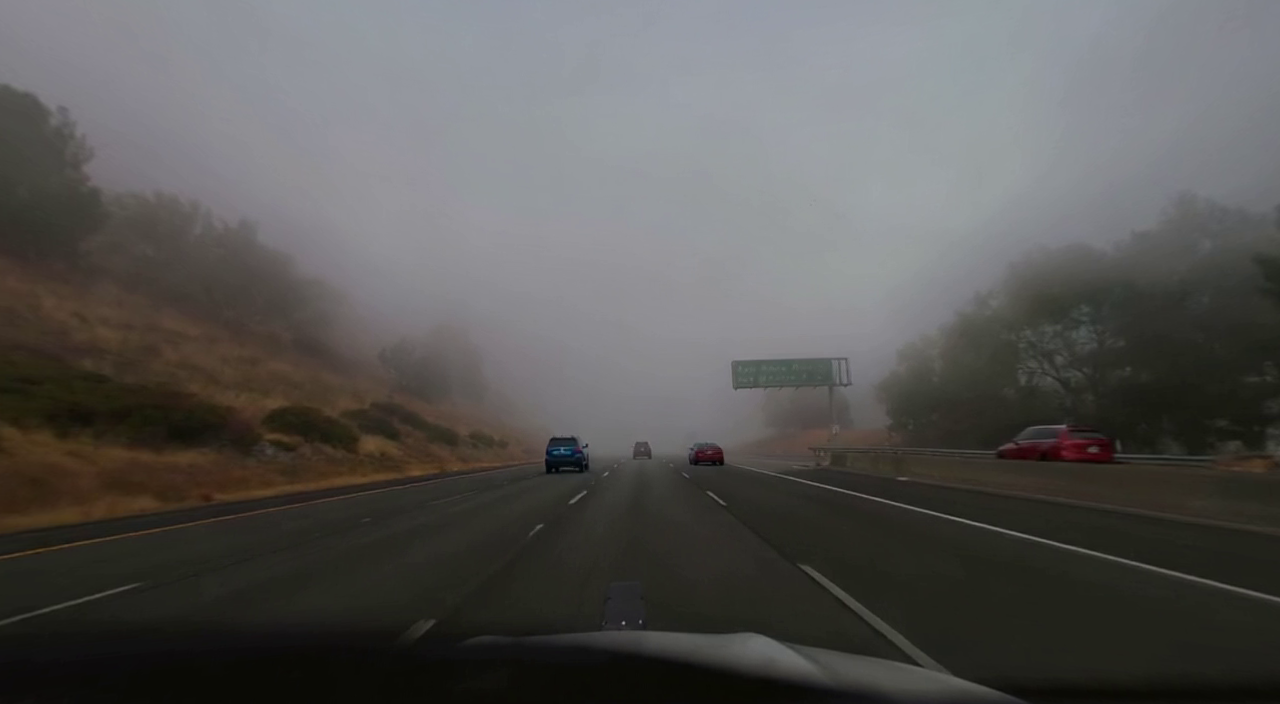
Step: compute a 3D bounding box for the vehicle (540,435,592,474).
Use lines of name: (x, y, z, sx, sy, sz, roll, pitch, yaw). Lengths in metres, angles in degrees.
vehicle: (-3.766, 5.318, 33.016, 2.120, 1.855, 4.619, 0, -8, 0)

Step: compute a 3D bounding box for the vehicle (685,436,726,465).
vehicle: (4.053, 6.189, 39.619, 1.995, 1.712, 4.206, 0, -8, -1)

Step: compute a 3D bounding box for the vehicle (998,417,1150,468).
vehicle: (17.702, 3.757, 26.185, 2.308, 1.886, 5.321, 0, -8, -3)
